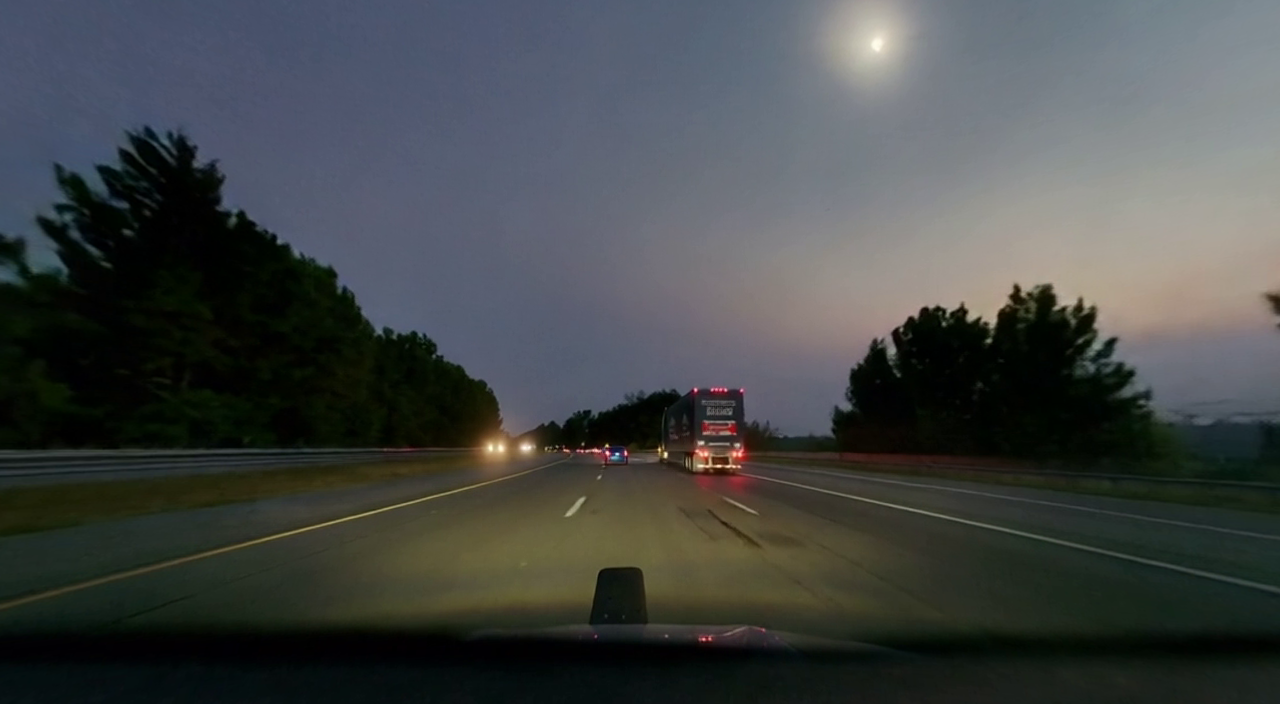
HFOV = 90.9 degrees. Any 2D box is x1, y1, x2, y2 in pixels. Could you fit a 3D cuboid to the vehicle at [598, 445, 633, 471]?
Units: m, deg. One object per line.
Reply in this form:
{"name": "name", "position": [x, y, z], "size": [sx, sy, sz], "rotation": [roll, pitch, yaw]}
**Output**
{"name": "vehicle", "position": [-1.430, 6.210, 37.121], "size": [1.913, 1.460, 3.610], "rotation": [0, -9, -2]}

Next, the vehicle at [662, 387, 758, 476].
{"name": "vehicle", "position": [3.411, 4.656, 35.551], "size": [2.951, 4.012, 14.203], "rotation": [0, -9, -3]}
